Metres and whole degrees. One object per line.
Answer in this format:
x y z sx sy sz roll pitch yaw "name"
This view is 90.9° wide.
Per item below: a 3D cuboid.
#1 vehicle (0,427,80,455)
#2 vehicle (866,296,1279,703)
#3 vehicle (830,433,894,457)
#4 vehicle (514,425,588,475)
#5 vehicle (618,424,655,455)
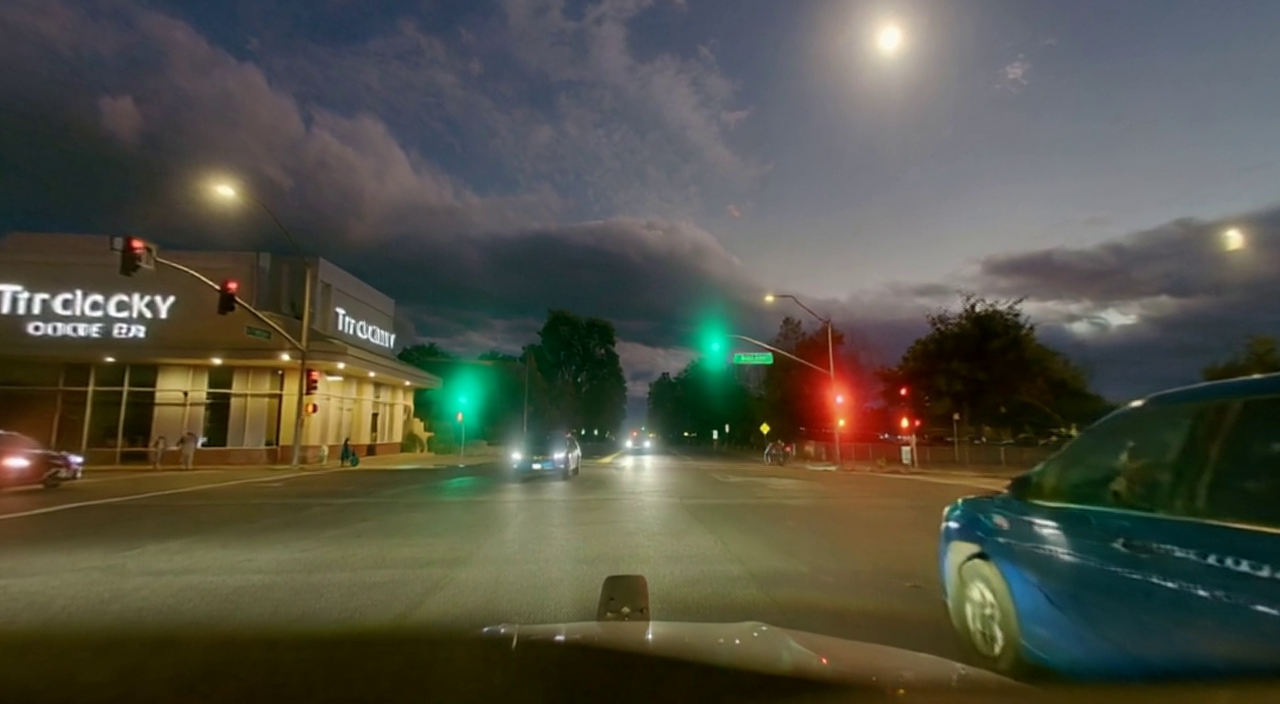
-36.324 5.222 36.992 4.671 1.543 1.846 4 -9 -26 "vehicle"
2.876 0.846 2.766 2.048 1.725 4.754 0 -8 1 "vehicle"
15.259 6.425 43.617 1.924 1.579 4.084 3 -9 -21 "vehicle"
-3.099 3.523 22.859 1.961 1.658 4.064 0 -8 2 "vehicle"
-0.273 5.894 42.475 2.390 1.948 5.344 0 -8 -1 "vehicle"
